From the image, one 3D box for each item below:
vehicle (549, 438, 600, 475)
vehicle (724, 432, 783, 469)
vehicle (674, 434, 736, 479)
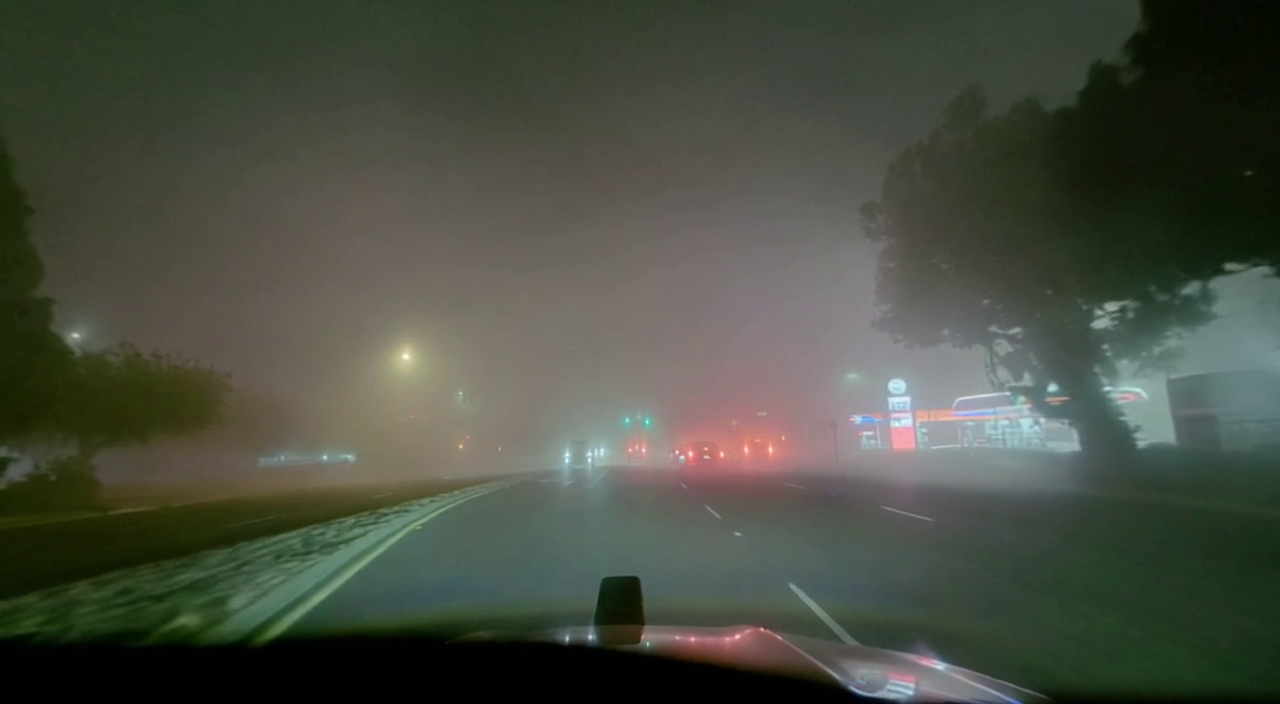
[{"bbox_3d":[-3.400,5.532,33.762,2.261,1.820,4.255,0,-8,0],"label":"vehicle"},{"bbox_3d":[7.029,6.187,39.824,2.510,2.176,5.527,0,-8,-2],"label":"vehicle"},{"bbox_3d":[2.774,4.582,28.013,2.140,1.800,4.660,0,-8,-1],"label":"vehicle"}]
